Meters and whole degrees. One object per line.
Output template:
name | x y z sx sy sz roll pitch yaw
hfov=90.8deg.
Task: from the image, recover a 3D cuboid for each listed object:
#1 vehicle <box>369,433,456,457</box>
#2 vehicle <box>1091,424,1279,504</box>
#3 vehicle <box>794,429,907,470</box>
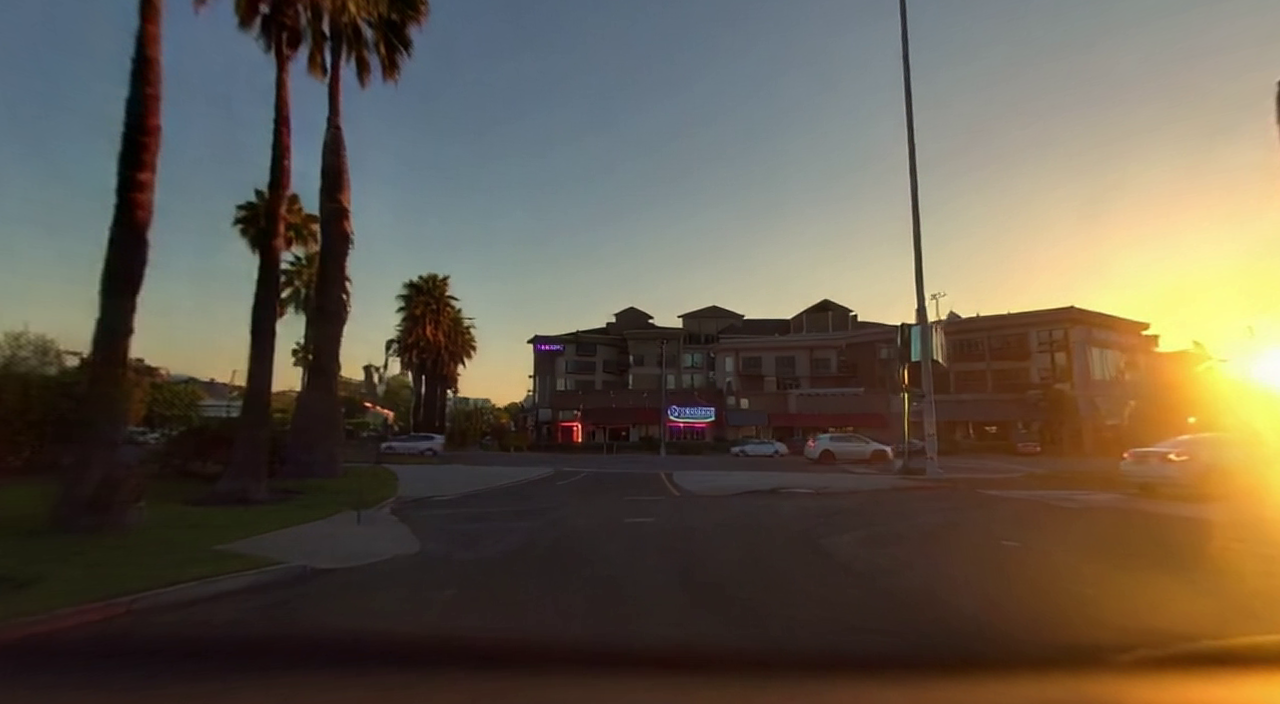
vehicle | -14.289 5.869 39.869 4.850 1.472 1.777 1 -9 -4
vehicle | 13.195 2.592 14.986 1.870 1.611 3.978 1 -9 -3
vehicle | 9.335 4.362 28.291 4.211 1.756 2.158 1 -9 -4
